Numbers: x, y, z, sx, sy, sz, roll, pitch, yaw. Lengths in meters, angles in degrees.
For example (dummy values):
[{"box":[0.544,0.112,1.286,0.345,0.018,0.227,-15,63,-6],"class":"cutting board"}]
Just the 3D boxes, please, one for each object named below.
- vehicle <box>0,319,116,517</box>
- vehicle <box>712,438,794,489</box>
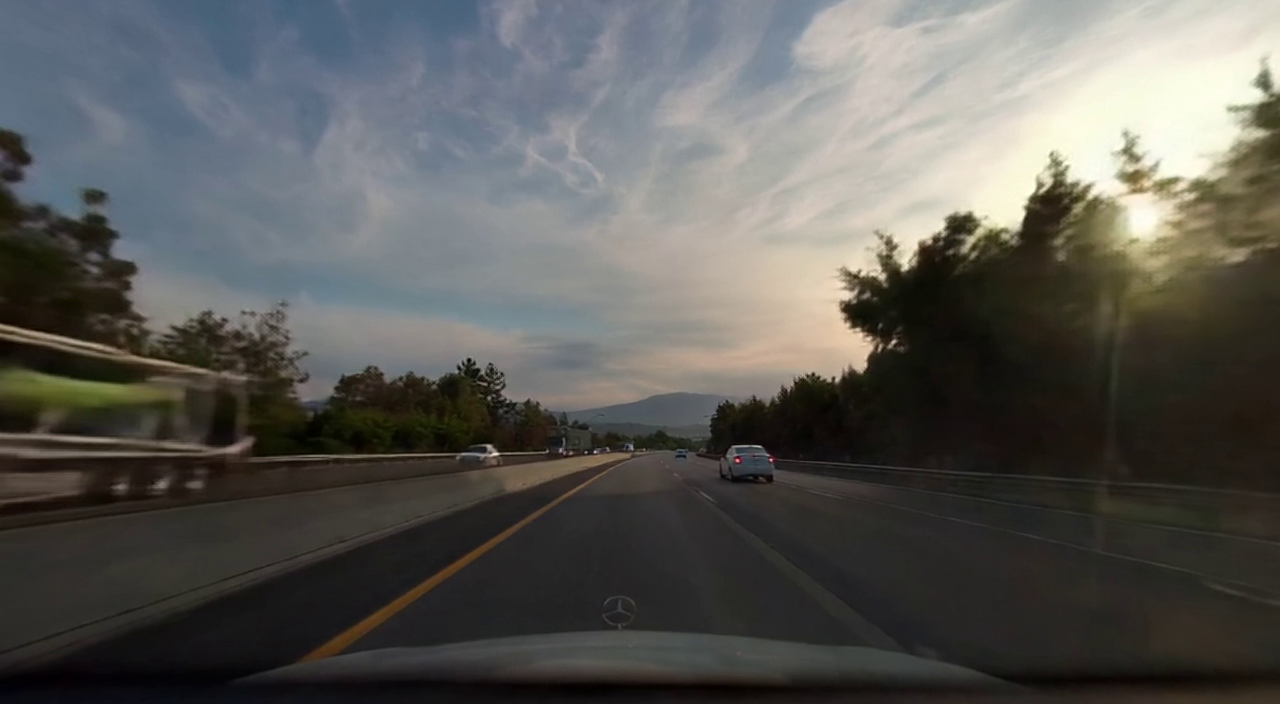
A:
[{"box":[-13.421,0.831,9.085,3.064,3.642,9.893,0,-9,0],"class":"vehicle"},{"box":[4.002,4.050,23.090,2.089,1.660,4.729,0,-9,-1],"class":"vehicle"}]
